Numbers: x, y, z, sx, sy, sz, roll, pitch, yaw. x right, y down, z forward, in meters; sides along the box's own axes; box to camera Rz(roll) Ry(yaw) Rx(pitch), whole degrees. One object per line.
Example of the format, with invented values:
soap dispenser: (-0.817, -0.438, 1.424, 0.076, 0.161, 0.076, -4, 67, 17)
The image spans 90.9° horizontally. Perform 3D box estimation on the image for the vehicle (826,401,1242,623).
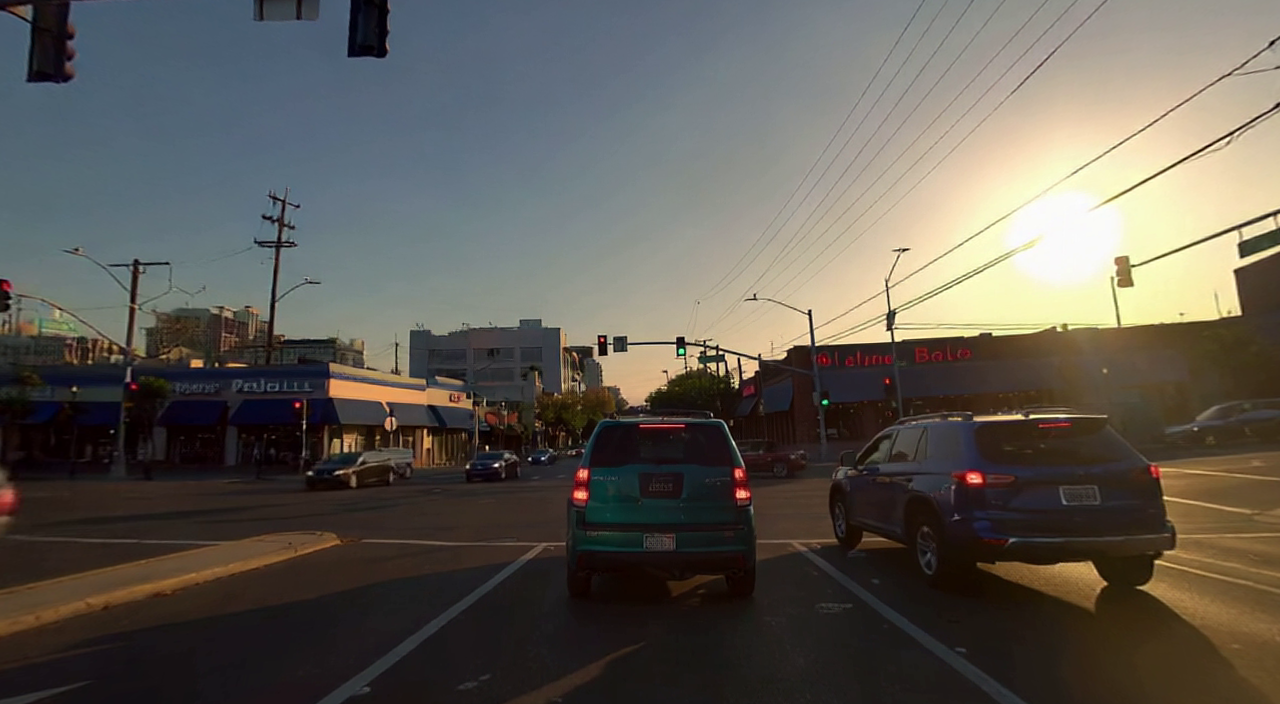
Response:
vehicle: (3.610, 1.519, 6.951, 1.976, 1.664, 4.189, -1, -8, 2)

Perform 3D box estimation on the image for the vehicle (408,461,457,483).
vehicle: (-15.485, 8.959, 47.269, 1.875, 1.475, 4.449, -1, -8, 5)

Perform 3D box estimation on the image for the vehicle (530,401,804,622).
vehicle: (0.262, 1.508, 6.821, 2.098, 1.682, 3.778, 0, -8, 2)

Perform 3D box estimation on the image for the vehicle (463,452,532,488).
vehicle: (-6.552, 5.464, 29.523, 1.924, 1.453, 4.343, -1, -8, 4)

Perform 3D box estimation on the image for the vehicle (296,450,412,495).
vehicle: (-10.883, 4.594, 24.456, 1.958, 1.493, 4.795, -1, -8, 5)
